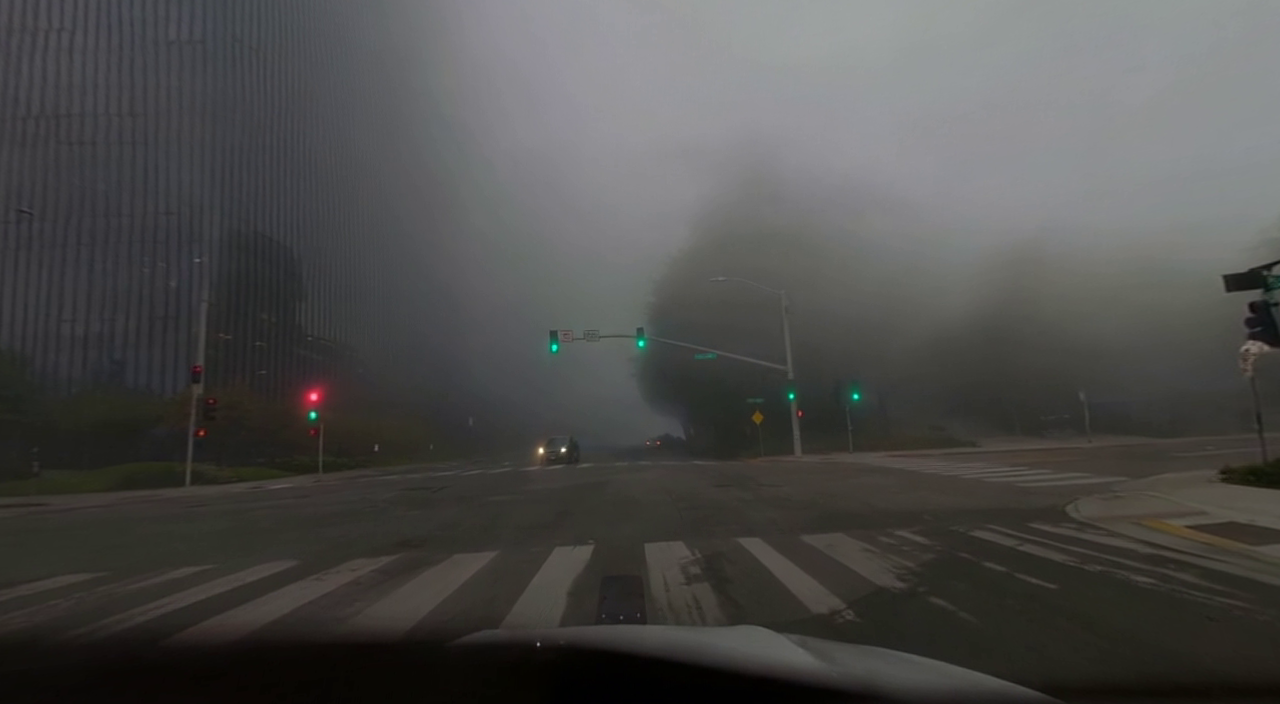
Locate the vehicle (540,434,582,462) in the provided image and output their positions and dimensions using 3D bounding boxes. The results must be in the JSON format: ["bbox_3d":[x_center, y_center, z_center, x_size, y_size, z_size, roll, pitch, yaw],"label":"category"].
[{"bbox_3d":[-4.903,6.014,39.609,1.988,1.666,4.074,0,-8,1],"label":"vehicle"}]
